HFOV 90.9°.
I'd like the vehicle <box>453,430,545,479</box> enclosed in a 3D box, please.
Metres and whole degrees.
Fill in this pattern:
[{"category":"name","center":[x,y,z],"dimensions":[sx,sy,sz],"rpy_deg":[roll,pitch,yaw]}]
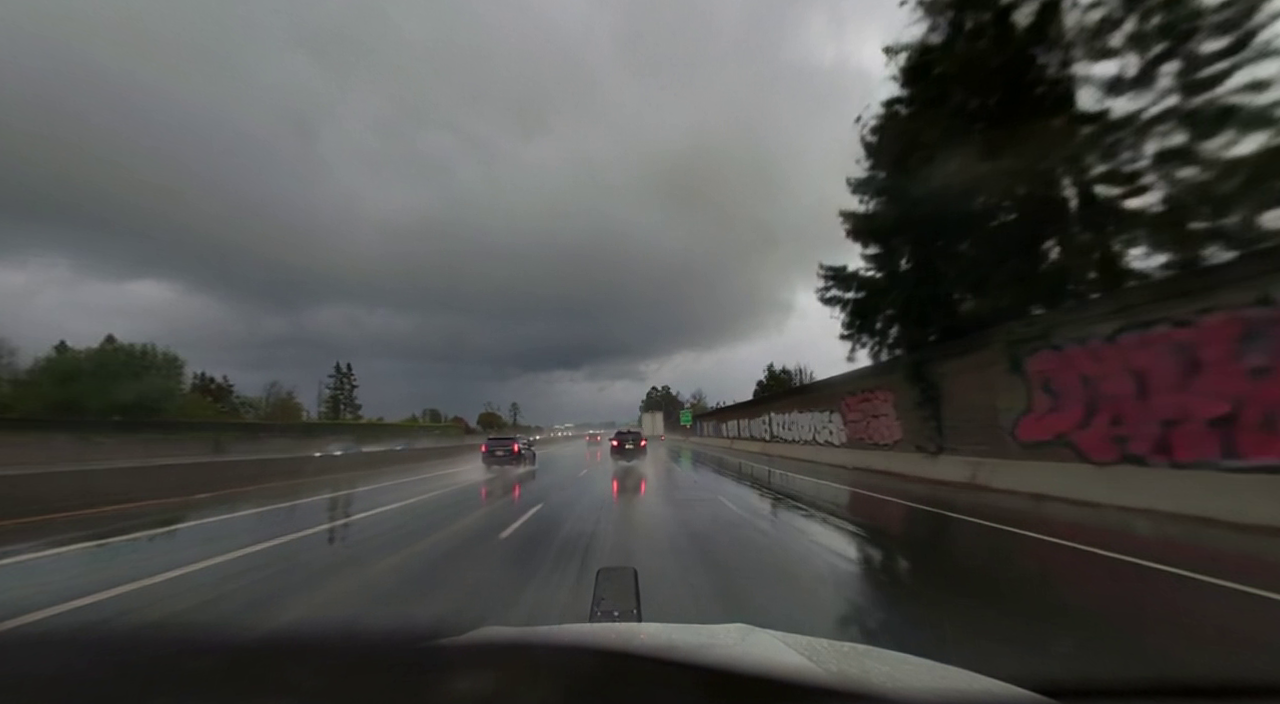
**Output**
[{"category":"vehicle","center":[-4.549,3.363,21.054],"dimensions":[2.022,1.440,4.491],"rpy_deg":[0,-8,0]}]

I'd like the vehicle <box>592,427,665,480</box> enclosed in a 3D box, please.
[{"category":"vehicle","center":[-0.388,3.143,19.748],"dimensions":[2.044,1.477,3.693],"rpy_deg":[0,-8,-2]}]

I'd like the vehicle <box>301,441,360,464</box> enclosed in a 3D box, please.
[{"category":"vehicle","center":[-21.513,7.001,44.025],"dimensions":[1.875,1.477,4.556],"rpy_deg":[0,-8,-1]}]
